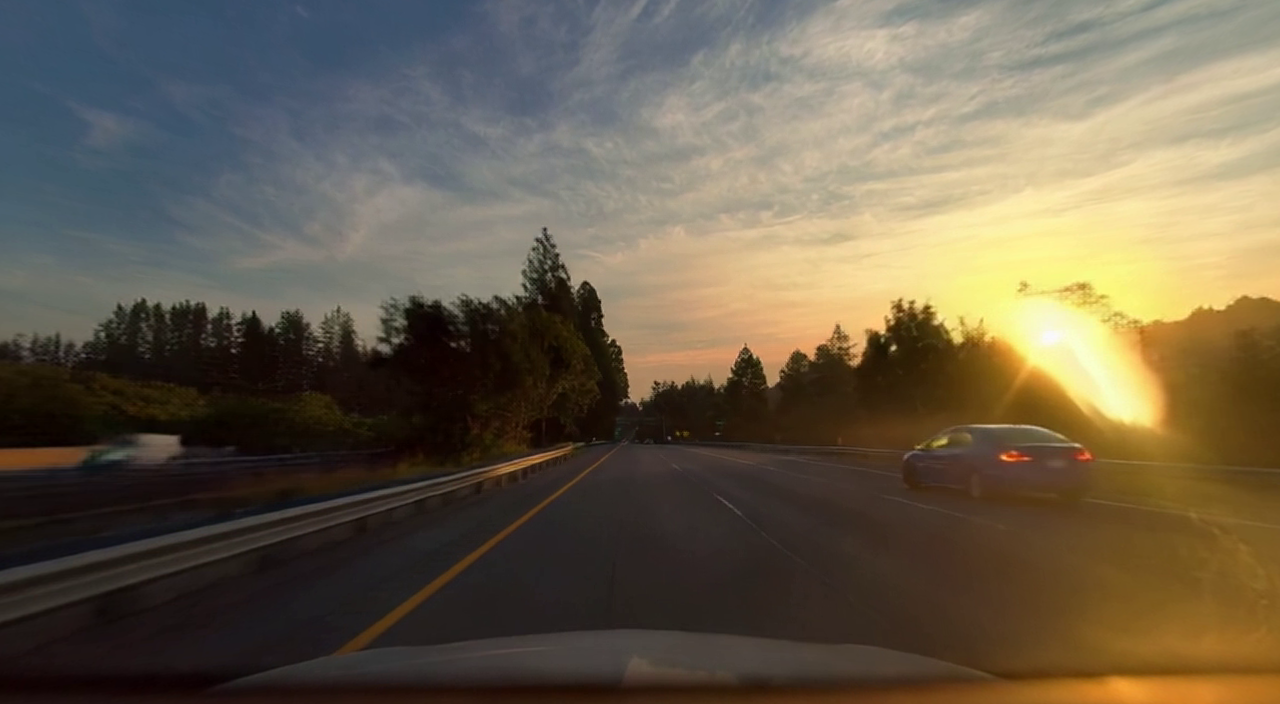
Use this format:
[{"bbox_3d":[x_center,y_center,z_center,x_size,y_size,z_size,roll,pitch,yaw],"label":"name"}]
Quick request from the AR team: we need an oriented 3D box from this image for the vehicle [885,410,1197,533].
[{"bbox_3d":[6.627,2.015,11.359,2.273,1.698,4.863,0,-8,-2],"label":"vehicle"}]
